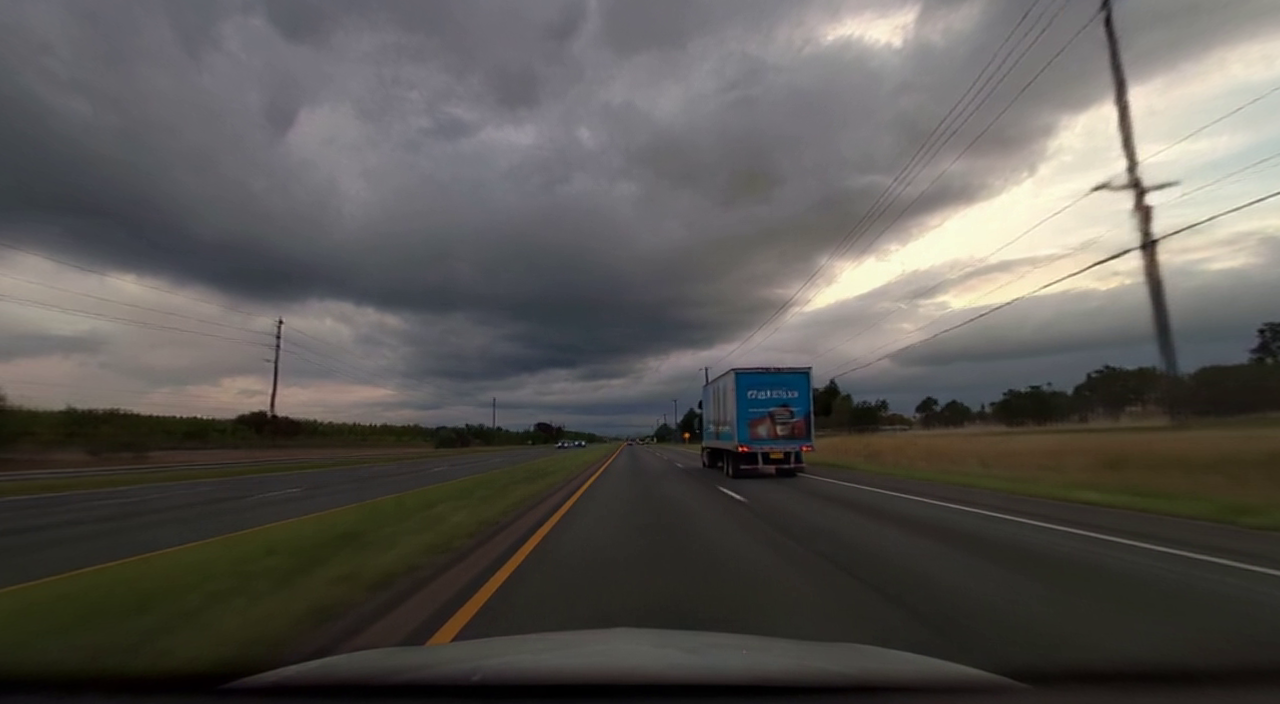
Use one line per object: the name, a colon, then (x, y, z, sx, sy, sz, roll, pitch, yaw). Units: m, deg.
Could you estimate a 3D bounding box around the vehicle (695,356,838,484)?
vehicle: (4.033, 2.592, 22.778, 3.037, 3.672, 9.136, 0, -8, -1)
